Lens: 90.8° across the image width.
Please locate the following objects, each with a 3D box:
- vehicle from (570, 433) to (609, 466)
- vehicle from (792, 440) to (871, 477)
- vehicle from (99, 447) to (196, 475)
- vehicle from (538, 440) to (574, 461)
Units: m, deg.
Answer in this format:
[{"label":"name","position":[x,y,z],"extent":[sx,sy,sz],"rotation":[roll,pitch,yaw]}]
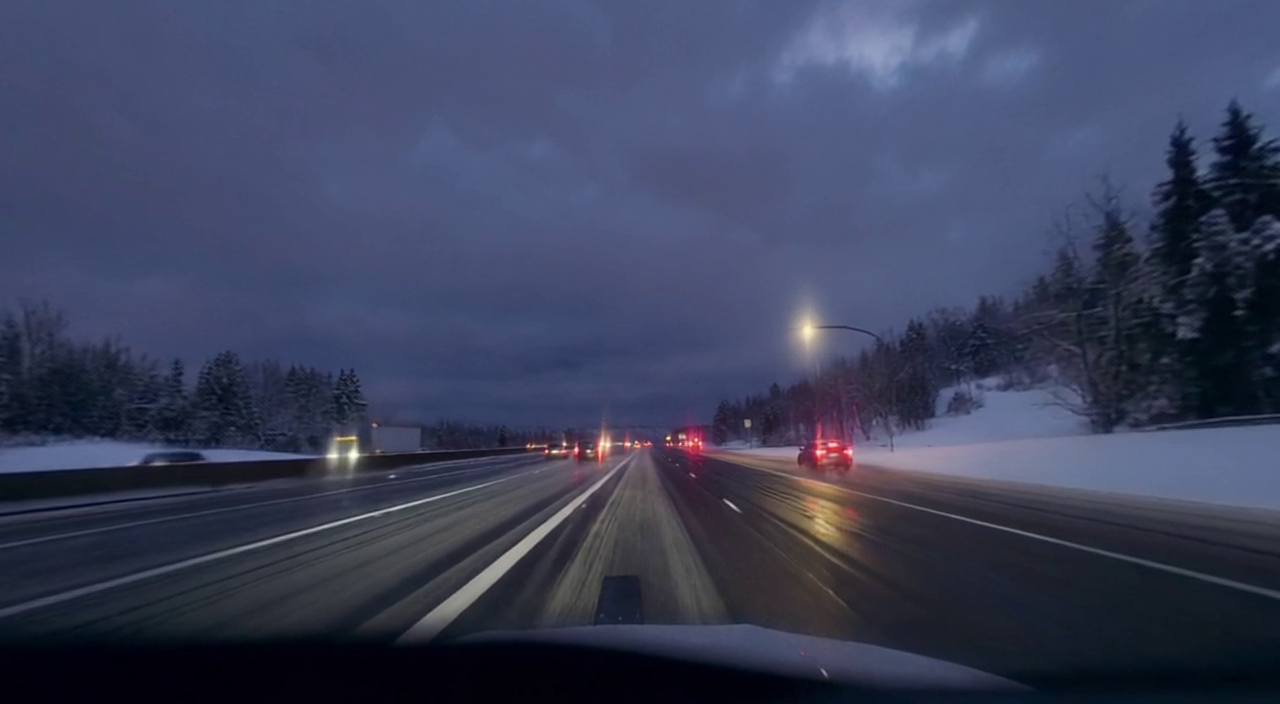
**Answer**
[{"label":"vehicle","position":[-2.945,5.829,37.863],"extent":[1.893,1.827,4.513],"rotation":[0,-8,1]},{"label":"vehicle","position":[7.955,4.444,26.680],"extent":[1.900,1.432,4.519],"rotation":[0,-8,0]},{"label":"vehicle","position":[-29.311,6.464,37.774],"extent":[1.956,1.566,4.663],"rotation":[0,-8,1]},{"label":"vehicle","position":[-6.247,7.385,47.441],"extent":[2.009,1.462,4.458],"rotation":[0,-8,1]}]
